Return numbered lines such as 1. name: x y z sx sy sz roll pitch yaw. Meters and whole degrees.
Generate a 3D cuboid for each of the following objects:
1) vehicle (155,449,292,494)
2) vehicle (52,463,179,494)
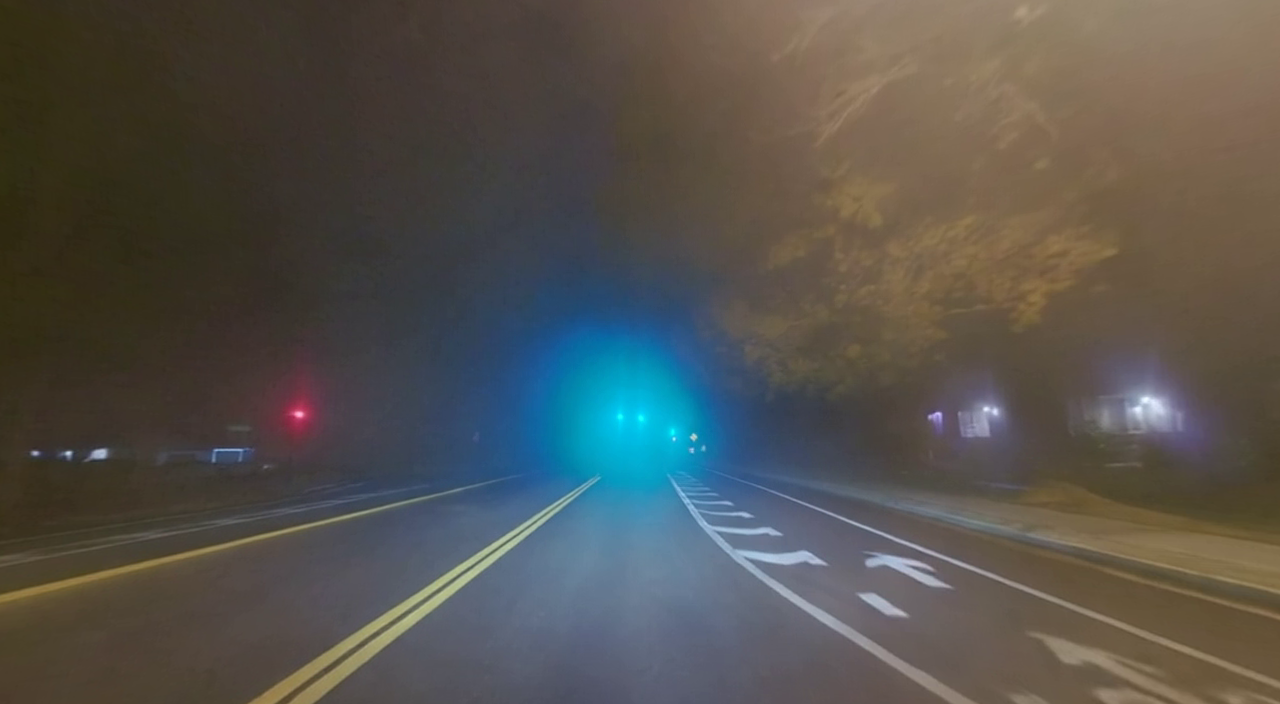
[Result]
1. vehicle: -21.913 6.285 33.322 5.841 1.902 2.244 -4 -9 4
2. vehicle: -27.752 6.712 33.499 4.696 1.518 2.224 0 -8 -2
